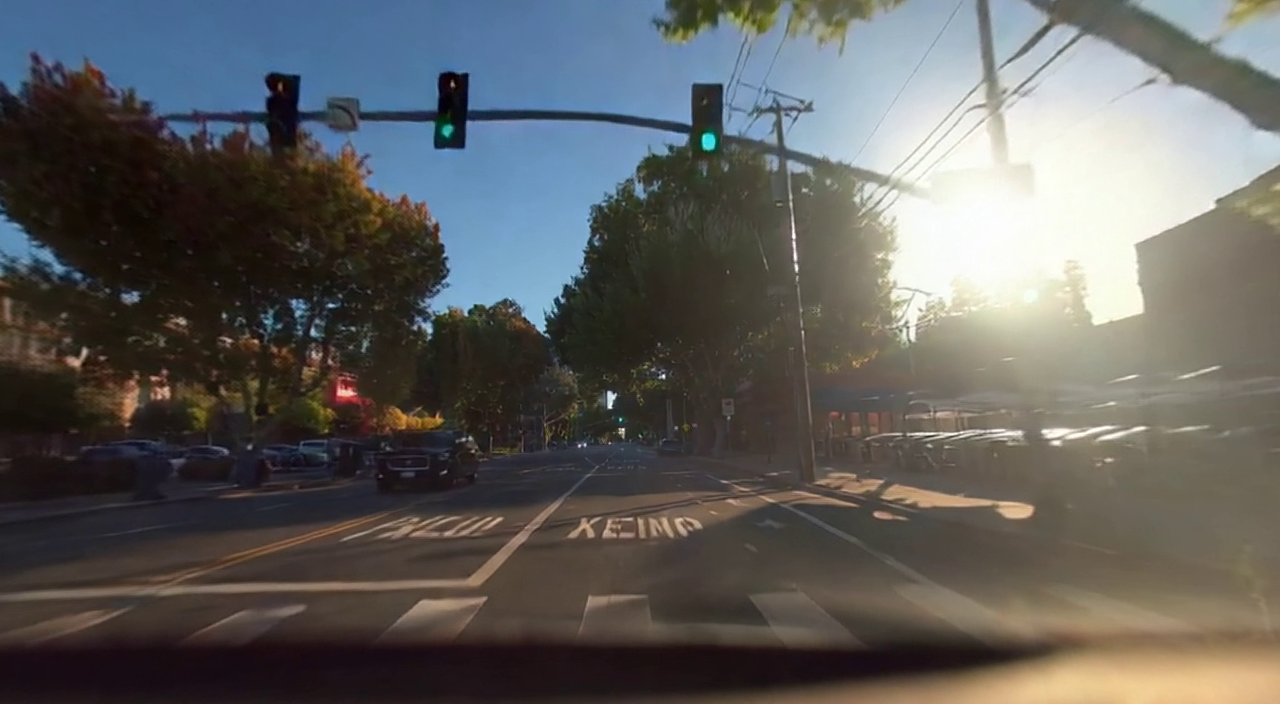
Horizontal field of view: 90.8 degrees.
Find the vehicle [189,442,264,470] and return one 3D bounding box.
[{"bbox_3d":[-23.057,5.758,35.385,1.739,1.373,3.759,0,-7,-2],"label":"vehicle"}]

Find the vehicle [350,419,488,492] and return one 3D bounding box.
[{"bbox_3d":[-6.614,3.179,19.753,2.545,1.943,5.168,0,-8,-1],"label":"vehicle"}]

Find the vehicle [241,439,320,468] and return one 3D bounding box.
[{"bbox_3d":[-20.464,5.774,36.164,1.981,1.510,4.439,0,-8,-1],"label":"vehicle"}]
